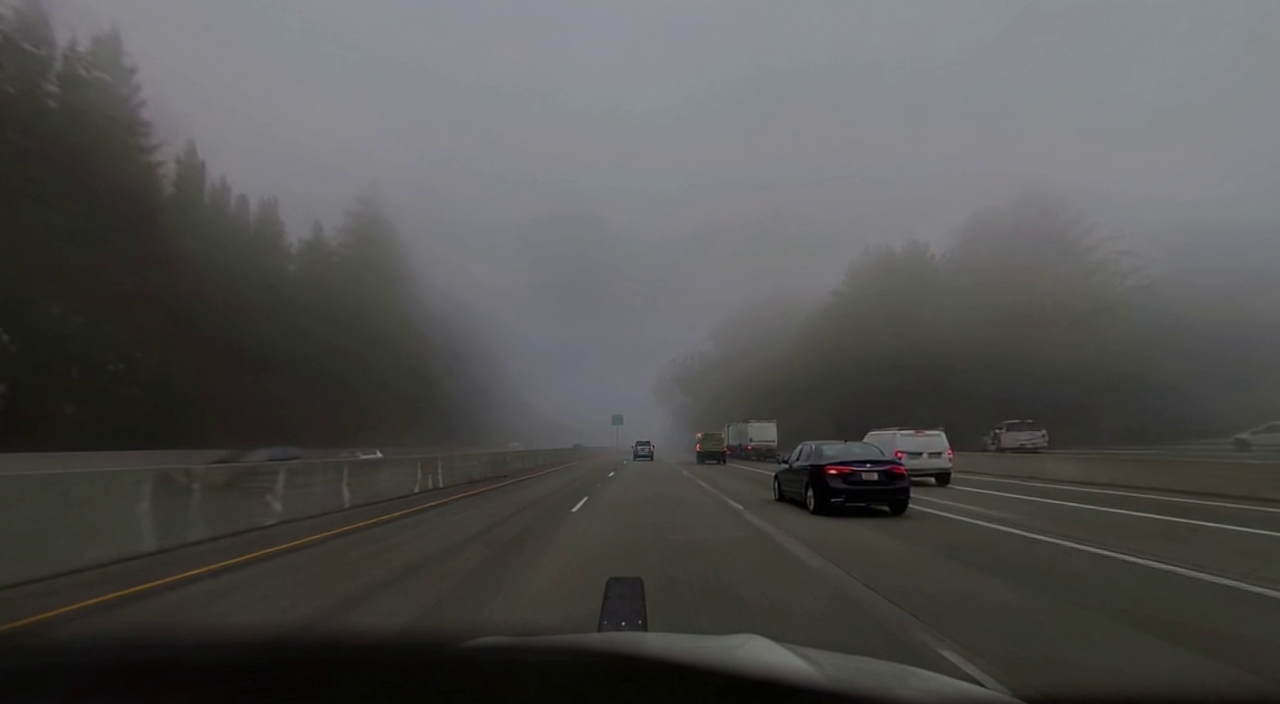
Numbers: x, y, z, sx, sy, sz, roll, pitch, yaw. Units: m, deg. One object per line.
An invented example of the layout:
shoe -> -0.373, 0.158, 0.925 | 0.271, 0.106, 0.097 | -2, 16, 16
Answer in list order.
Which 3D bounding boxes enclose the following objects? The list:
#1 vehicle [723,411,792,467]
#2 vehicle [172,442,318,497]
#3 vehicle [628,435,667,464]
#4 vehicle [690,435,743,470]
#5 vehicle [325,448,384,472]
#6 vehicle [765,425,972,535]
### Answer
vehicle -> 7.972, 6.147, 44.124 | 3.049, 3.525, 9.248 | 0, -8, 0
vehicle -> -13.471, 3.993, 21.847 | 1.987, 1.671, 4.600 | 0, -8, 1
vehicle -> 0.465, 6.117, 39.492 | 2.313, 1.736, 4.215 | 0, -8, 1
vehicle -> 3.826, 5.127, 32.197 | 2.084, 1.668, 4.511 | 0, -8, -1
vehicle -> -20.510, 7.765, 45.305 | 1.942, 1.613, 4.648 | 0, -8, 1
vehicle -> 3.629, 2.108, 11.044 | 1.888, 1.501, 4.608 | 0, -8, 0
